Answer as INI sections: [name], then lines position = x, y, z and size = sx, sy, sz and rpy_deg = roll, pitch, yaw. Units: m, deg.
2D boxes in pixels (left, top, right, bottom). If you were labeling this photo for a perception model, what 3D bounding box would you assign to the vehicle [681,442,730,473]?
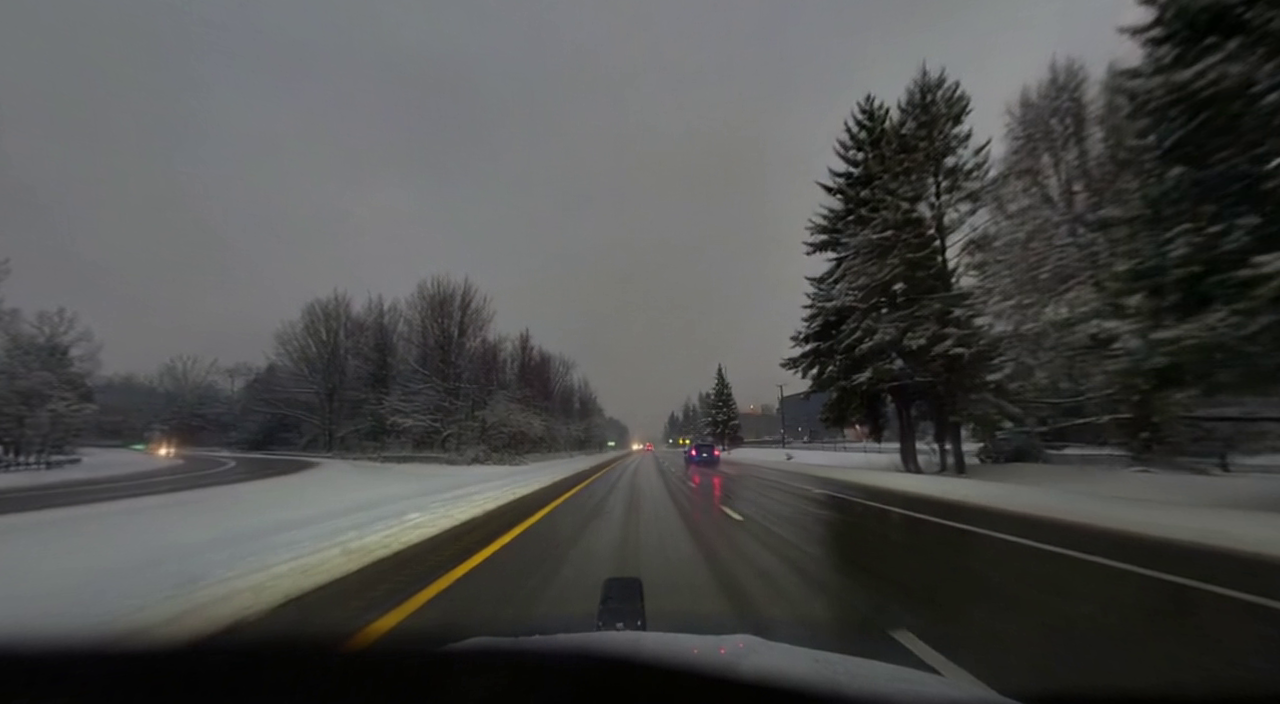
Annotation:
[vehicle]
position = 3.387, 5.533, 33.250
size = 2.079, 1.531, 3.997
rpy_deg = 0, -9, -2
